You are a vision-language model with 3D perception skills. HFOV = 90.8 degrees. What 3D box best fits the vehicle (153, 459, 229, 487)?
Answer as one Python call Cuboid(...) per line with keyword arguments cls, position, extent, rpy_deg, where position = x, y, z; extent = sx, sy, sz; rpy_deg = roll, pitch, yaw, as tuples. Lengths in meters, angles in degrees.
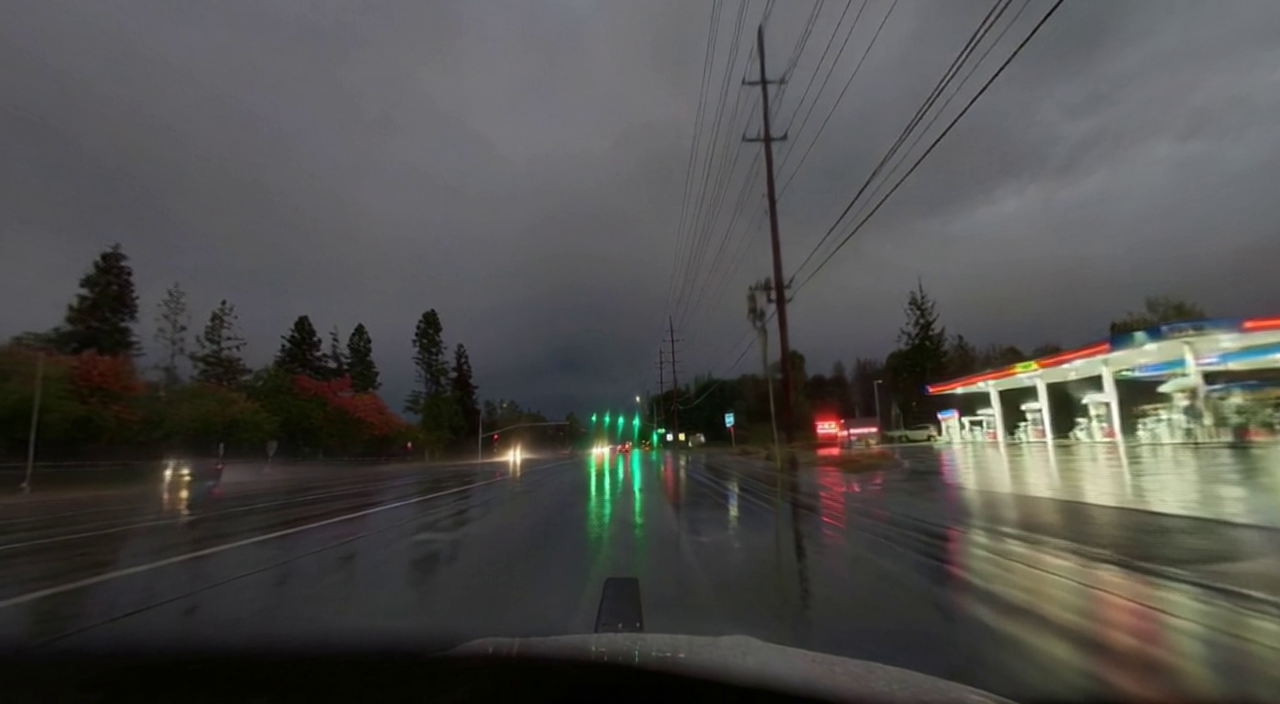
Cuboid(cls="vehicle", position=(-30.221, 8.123, 42.712), extent=(1.940, 1.672, 4.631), rpy_deg=(0, -8, -4))
